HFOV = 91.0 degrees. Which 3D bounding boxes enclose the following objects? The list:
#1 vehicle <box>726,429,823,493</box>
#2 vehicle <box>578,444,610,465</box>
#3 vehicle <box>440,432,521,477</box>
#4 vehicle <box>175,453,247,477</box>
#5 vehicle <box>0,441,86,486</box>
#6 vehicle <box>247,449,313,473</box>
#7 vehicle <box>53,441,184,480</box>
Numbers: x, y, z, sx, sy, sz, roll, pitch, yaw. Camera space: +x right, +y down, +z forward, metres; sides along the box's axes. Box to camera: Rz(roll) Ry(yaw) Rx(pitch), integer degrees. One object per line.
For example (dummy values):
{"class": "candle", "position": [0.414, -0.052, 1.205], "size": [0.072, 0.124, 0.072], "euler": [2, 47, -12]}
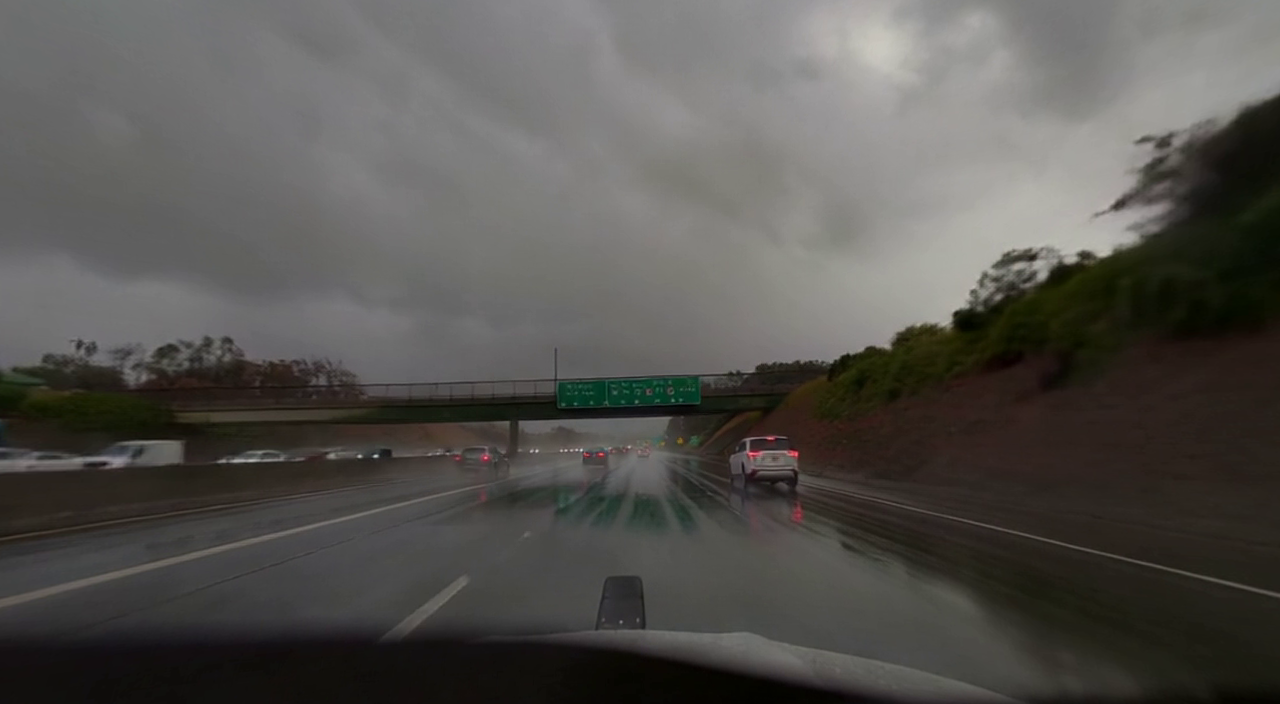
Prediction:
{"class": "vehicle", "position": [3.949, 3.301, 19.331], "size": [1.990, 1.735, 4.276], "euler": [0, -9, -1]}
{"class": "vehicle", "position": [-3.540, 7.978, 49.010], "size": [2.067, 1.528, 4.551], "euler": [0, -9, 1]}
{"class": "vehicle", "position": [-7.648, 4.992, 30.925], "size": [2.341, 1.959, 5.684], "euler": [0, -9, 1]}
{"class": "vehicle", "position": [-28.954, 7.613, 42.697], "size": [1.801, 1.493, 4.345], "euler": [0, -9, 0]}
{"class": "vehicle", "position": [-28.885, 5.010, 28.488], "size": [2.241, 1.906, 5.939], "euler": [0, -9, -1]}
{"class": "vehicle", "position": [-25.373, 7.673, 44.570], "size": [1.914, 1.556, 4.594], "euler": [0, -9, 0]}
{"class": "vehicle", "position": [-25.296, 5.275, 30.858], "size": [2.090, 1.746, 5.035], "euler": [0, -9, 0]}
